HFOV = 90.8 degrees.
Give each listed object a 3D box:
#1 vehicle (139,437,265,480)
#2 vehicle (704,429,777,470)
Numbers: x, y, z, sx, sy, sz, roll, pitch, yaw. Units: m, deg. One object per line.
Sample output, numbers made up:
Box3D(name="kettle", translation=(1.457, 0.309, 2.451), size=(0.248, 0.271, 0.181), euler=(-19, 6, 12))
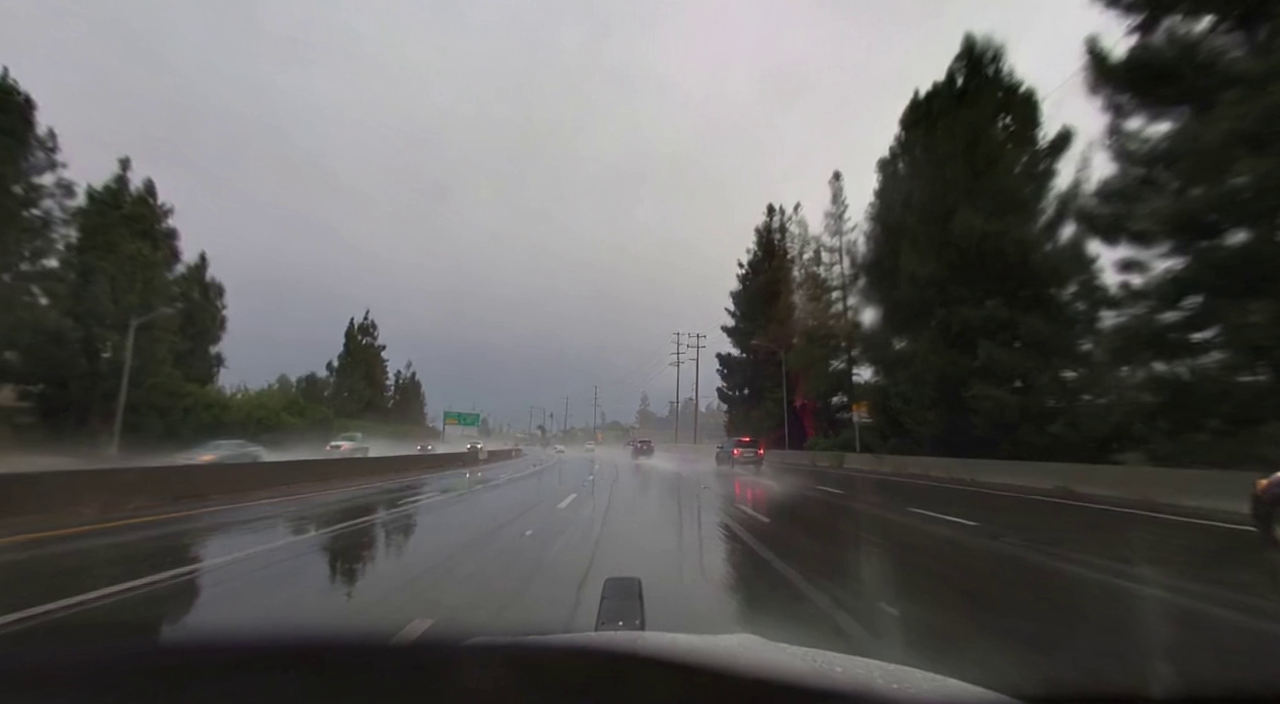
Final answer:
Box3D(name="vehicle", translation=(-18.726, 4.564, 27.346), size=(2.272, 1.706, 4.604), euler=(0, -8, -2))
Box3D(name="vehicle", translation=(5.377, 5.387, 34.922), size=(2.504, 2.033, 5.979), euler=(1, -8, -6))
